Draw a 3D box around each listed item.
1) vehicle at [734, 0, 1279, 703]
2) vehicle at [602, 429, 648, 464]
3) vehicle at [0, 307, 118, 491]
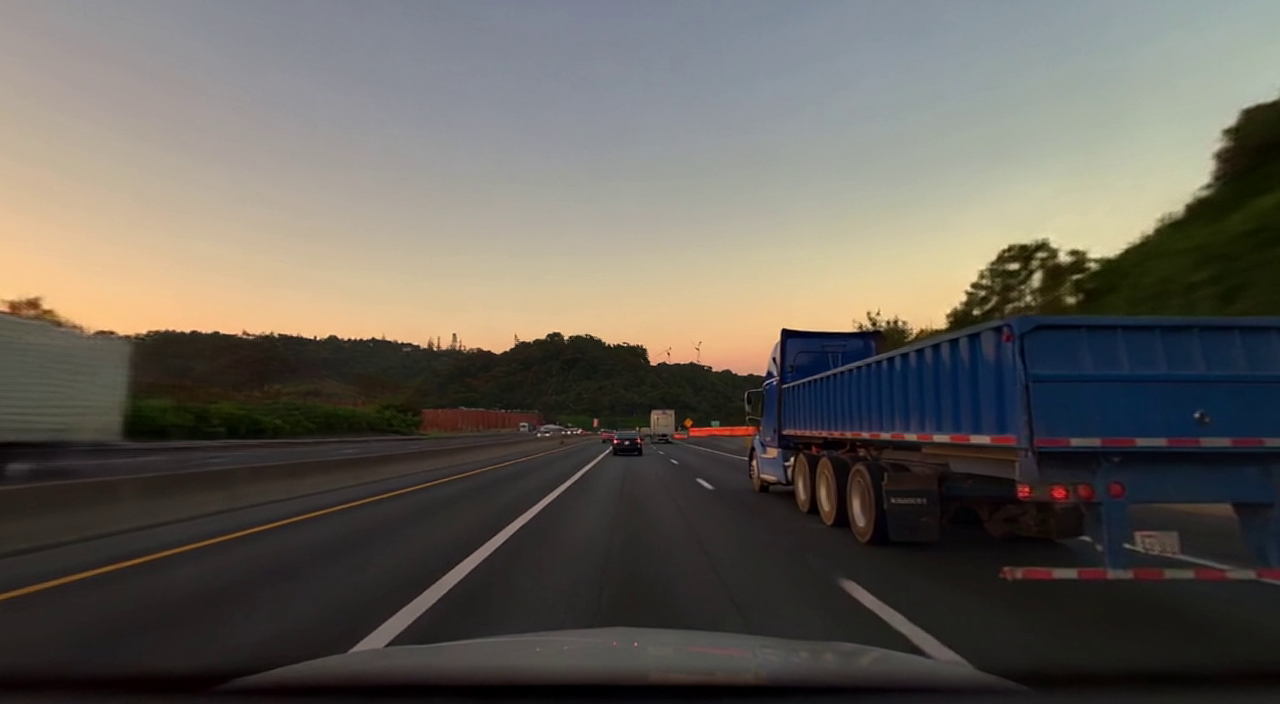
[{"bbox_3d":[3.744,0.563,8.593,2.919,3.634,10.888,0,-8,-2],"label":"vehicle"},{"bbox_3d":[-0.668,4.203,28.241,1.929,1.469,3.677,0,-8,-1],"label":"vehicle"},{"bbox_3d":[-15.351,0.293,8.271,2.966,3.989,16.891,0,-8,-1],"label":"vehicle"}]
